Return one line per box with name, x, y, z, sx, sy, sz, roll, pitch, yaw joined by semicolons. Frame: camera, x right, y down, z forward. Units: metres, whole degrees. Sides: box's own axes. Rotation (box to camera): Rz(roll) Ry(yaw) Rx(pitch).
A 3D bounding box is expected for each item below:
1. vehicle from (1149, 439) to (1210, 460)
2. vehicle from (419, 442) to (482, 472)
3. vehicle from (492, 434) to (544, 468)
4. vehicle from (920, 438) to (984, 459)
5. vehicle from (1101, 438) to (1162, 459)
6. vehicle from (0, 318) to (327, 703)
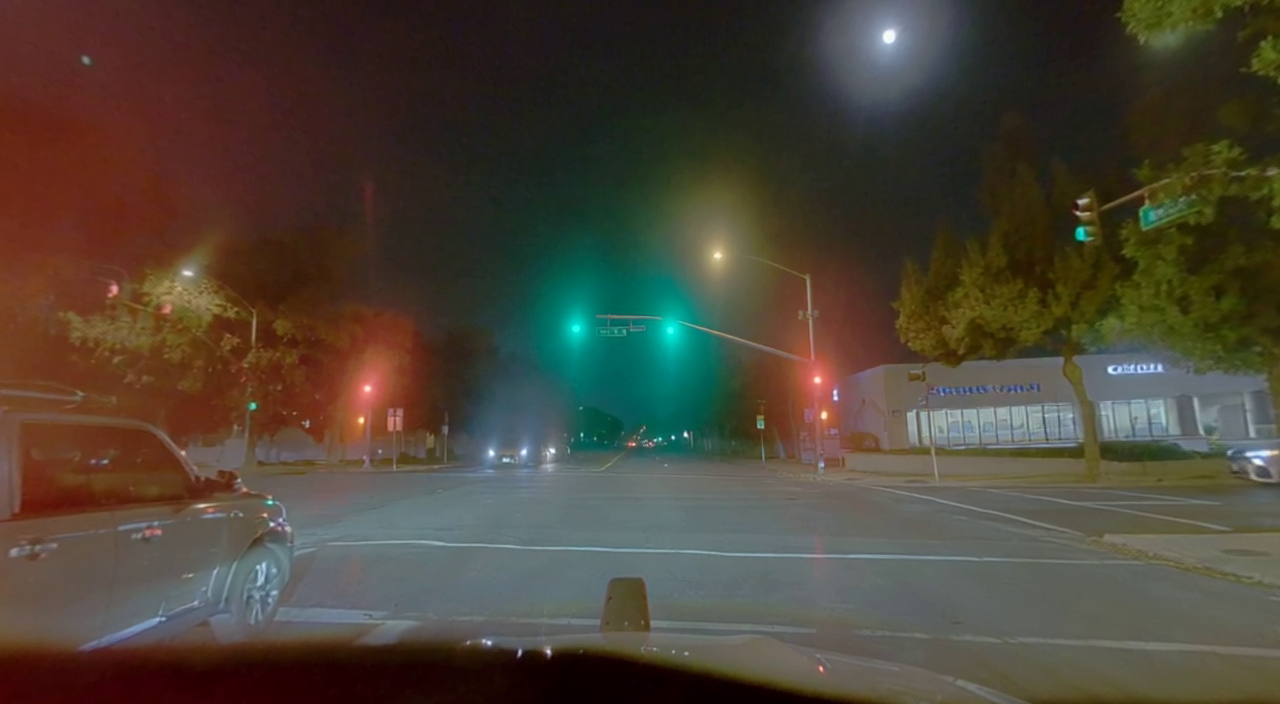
vehicle;41.146;7.494;48.175;1.767;1.456;4.191;-5;-11;15
vehicle;-10.633;5.914;35.718;2.041;1.548;4.868;0;-8;0
vehicle;-7.162;5.858;37.461;2.081;1.818;4.782;0;-8;1
vehicle;21.457;6.639;43.412;3.576;1.425;1.702;2;-8;-11
vehicle;38.477;7.550;49.508;1.837;1.514;4.786;-2;-9;13
vehicle;-3.478;0.812;2.700;2.000;1.789;4.638;0;-8;-2
